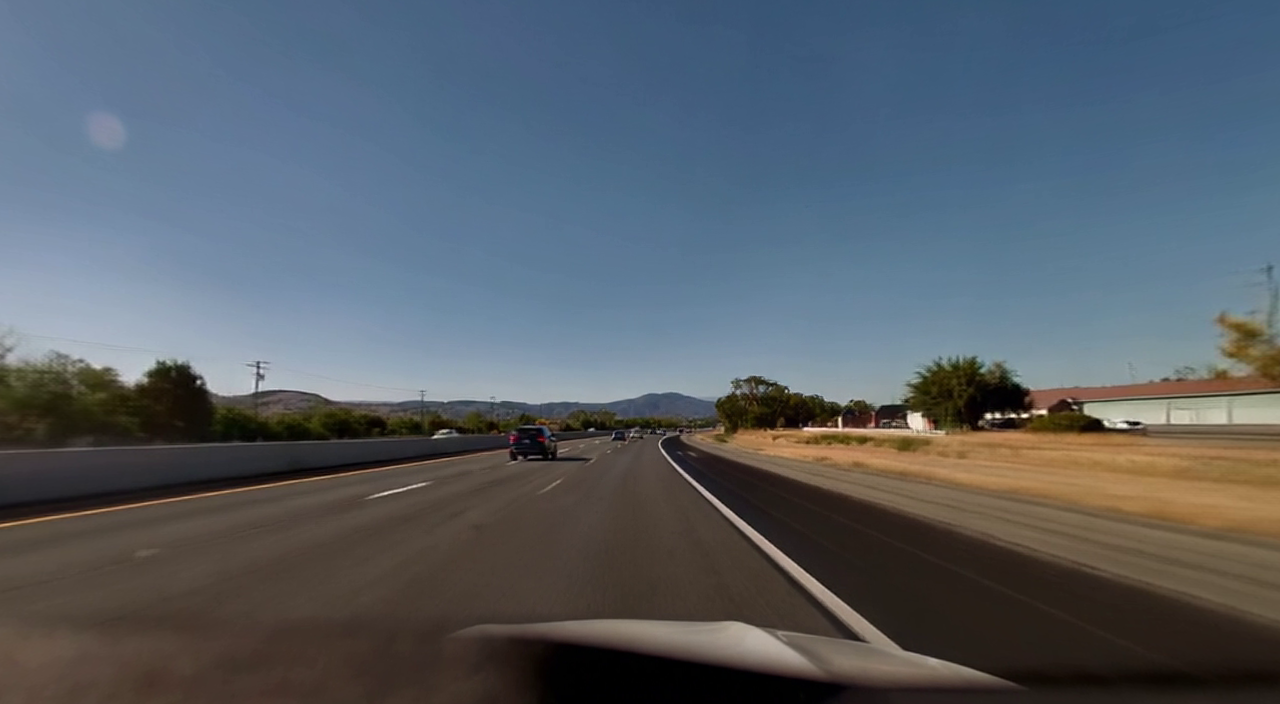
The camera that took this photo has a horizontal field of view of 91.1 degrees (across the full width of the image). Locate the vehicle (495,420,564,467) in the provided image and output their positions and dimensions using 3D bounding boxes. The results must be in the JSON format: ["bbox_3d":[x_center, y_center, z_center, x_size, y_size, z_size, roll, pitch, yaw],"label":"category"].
[{"bbox_3d":[-4.401,3.722,25.711,1.980,1.721,4.419,0,-8,0],"label":"vehicle"}]
